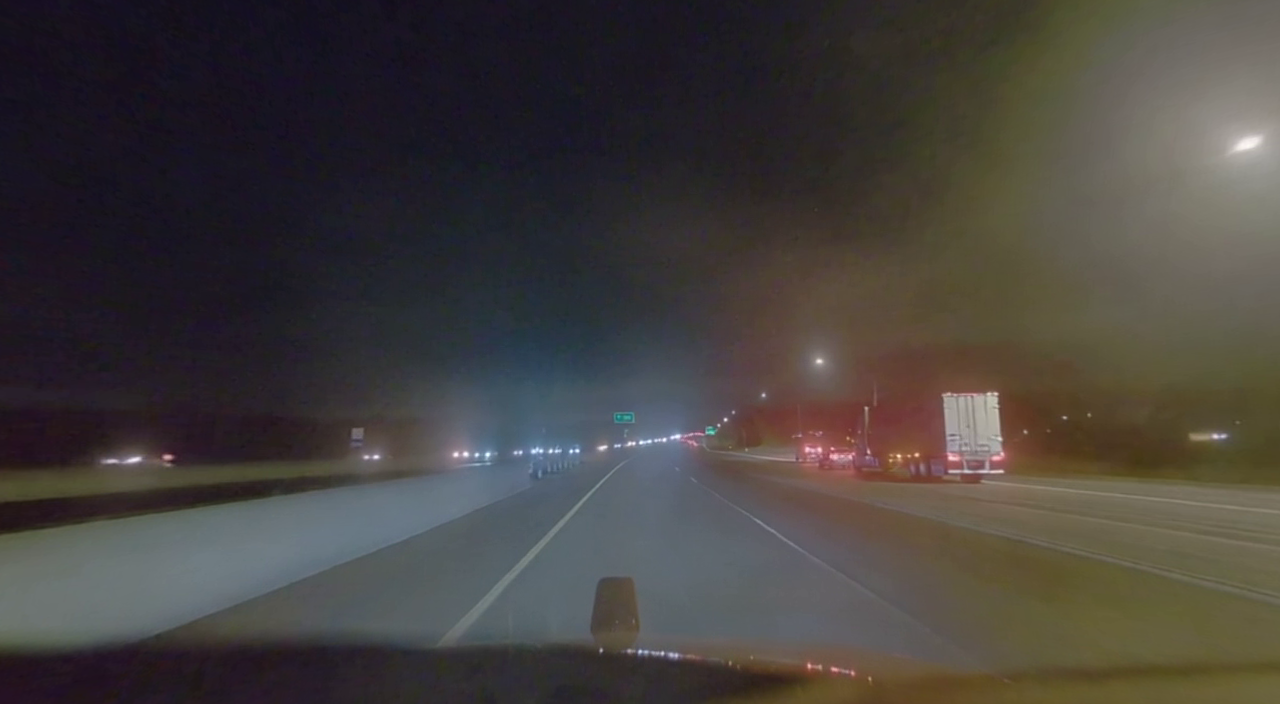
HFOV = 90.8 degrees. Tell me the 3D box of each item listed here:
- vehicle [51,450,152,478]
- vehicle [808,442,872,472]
[{"bbox_3d":[-37.662,7.810,44.468,2.108,1.819,5.658,0,-9,0],"label":"vehicle"},{"bbox_3d":[11.284,5.939,35.980,2.229,1.599,4.253,0,-9,-1],"label":"vehicle"}]
